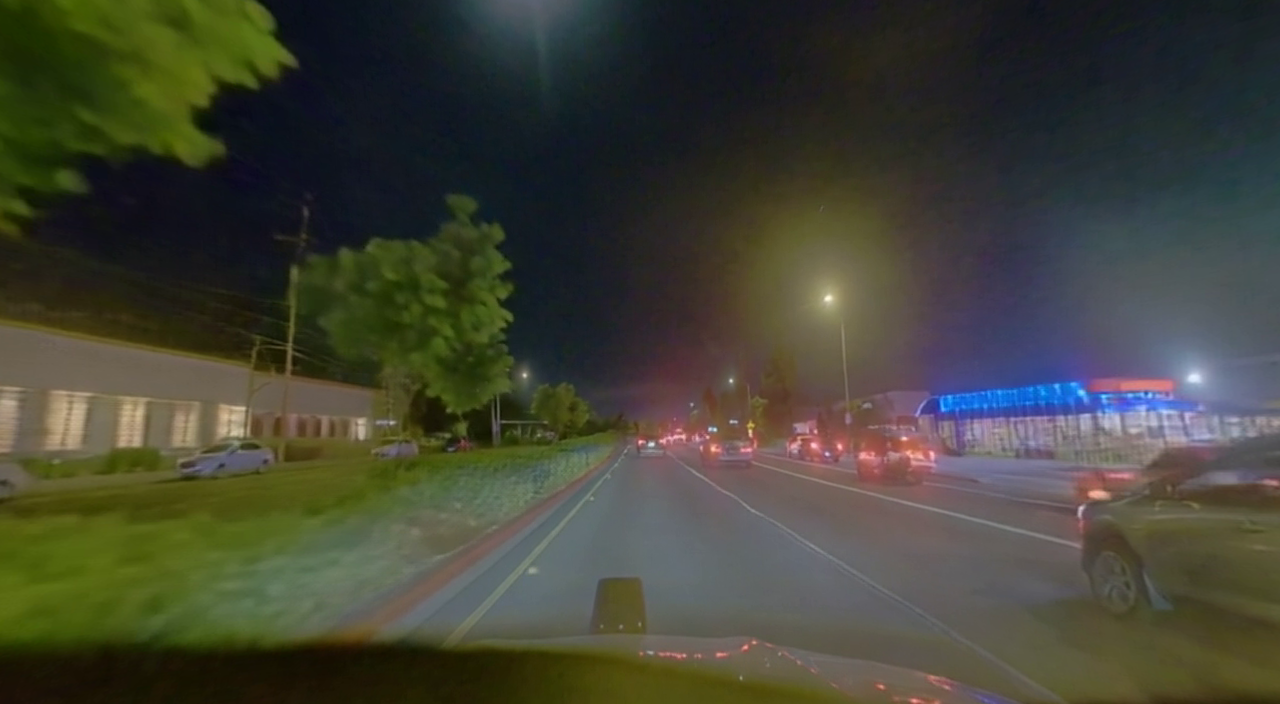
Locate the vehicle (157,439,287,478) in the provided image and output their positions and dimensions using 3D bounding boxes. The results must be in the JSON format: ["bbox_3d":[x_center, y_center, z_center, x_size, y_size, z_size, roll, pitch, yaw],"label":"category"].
[{"bbox_3d":[-18.675,4.749,28.482,2.034,1.532,5.548,0,-8,1],"label":"vehicle"}]

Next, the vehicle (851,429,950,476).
[{"bbox_3d":[10.495,4.092,25.746,2.123,1.726,4.520,0,-8,0],"label":"vehicle"}]

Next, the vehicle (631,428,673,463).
[{"bbox_3d":[0.578,4.842,32.645,2.098,1.682,3.778,0,-8,0],"label":"vehicle"}]

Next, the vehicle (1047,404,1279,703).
[{"bbox_3d":[3.982,0.889,2.322,1.908,1.463,4.506,0,-8,0],"label":"vehicle"}]

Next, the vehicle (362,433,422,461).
[{"bbox_3d":[-18.831,7.211,47.940,2.488,1.752,4.991,-2,-6,1],"label":"vehicle"}]

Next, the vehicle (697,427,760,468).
[{"bbox_3d":[3.812,4.236,27.890,2.115,1.692,4.189,0,-8,-1],"label":"vehicle"}]
